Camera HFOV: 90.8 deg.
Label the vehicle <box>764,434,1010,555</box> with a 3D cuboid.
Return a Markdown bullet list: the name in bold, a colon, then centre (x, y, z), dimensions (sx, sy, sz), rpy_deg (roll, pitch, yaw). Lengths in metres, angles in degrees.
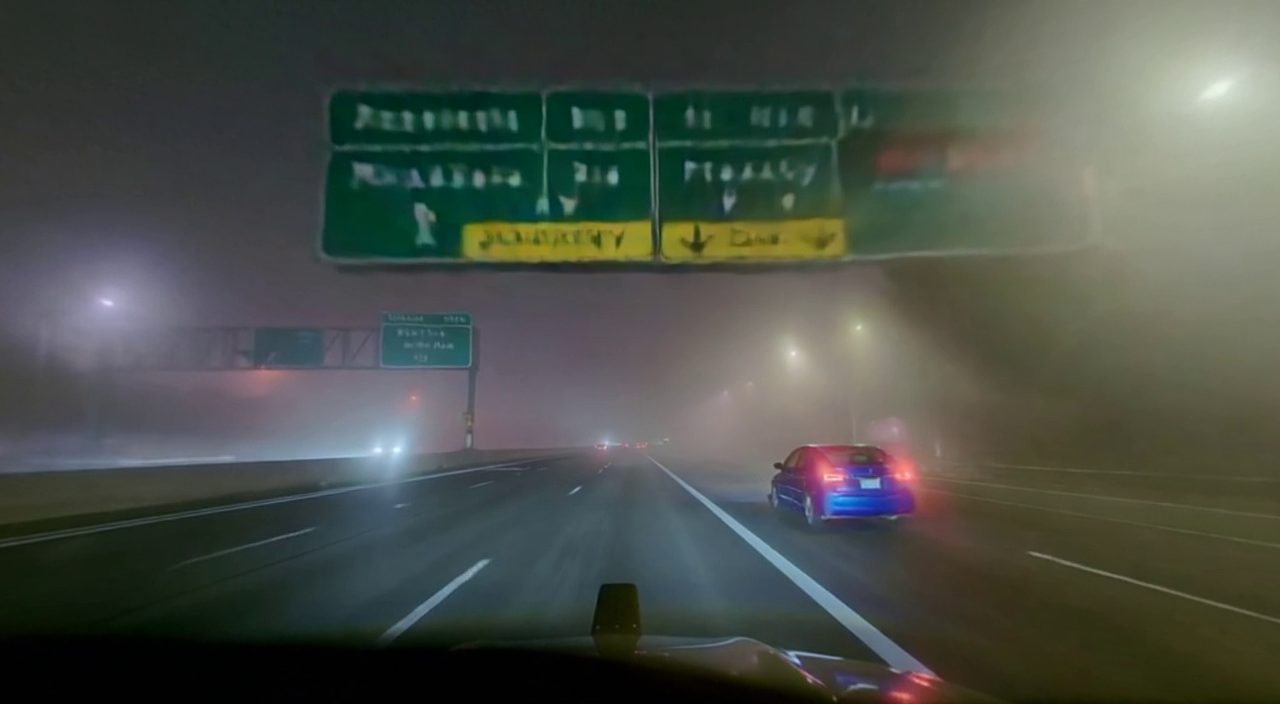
- **vehicle**: centre (3.539, 2.120, 10.237), dimensions (1.989, 1.479, 4.670), rpy_deg (0, -9, -1)
